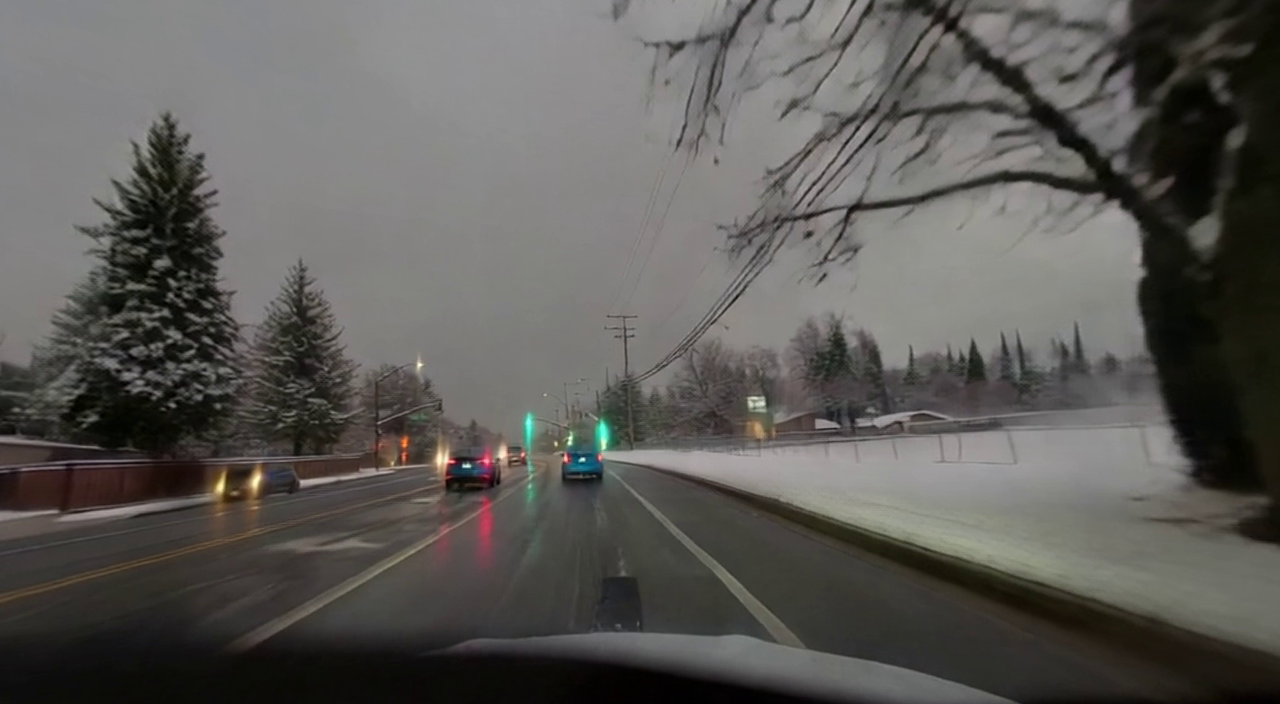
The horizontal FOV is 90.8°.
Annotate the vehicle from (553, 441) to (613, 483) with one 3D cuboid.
[{"bbox_3d":[-2.314,4.374,25.393,2.168,1.504,4.284,0,-9,-6],"label":"vehicle"}]

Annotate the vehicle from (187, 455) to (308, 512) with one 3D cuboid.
[{"bbox_3d":[-16.911,5.638,27.675,2.094,2.000,5.603,1,-7,-5],"label":"vehicle"}]

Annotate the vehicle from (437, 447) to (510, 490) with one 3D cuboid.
[{"bbox_3d":[-6.196,4.350,23.960,1.913,1.425,4.235,0,-9,-4],"label":"vehicle"}]
